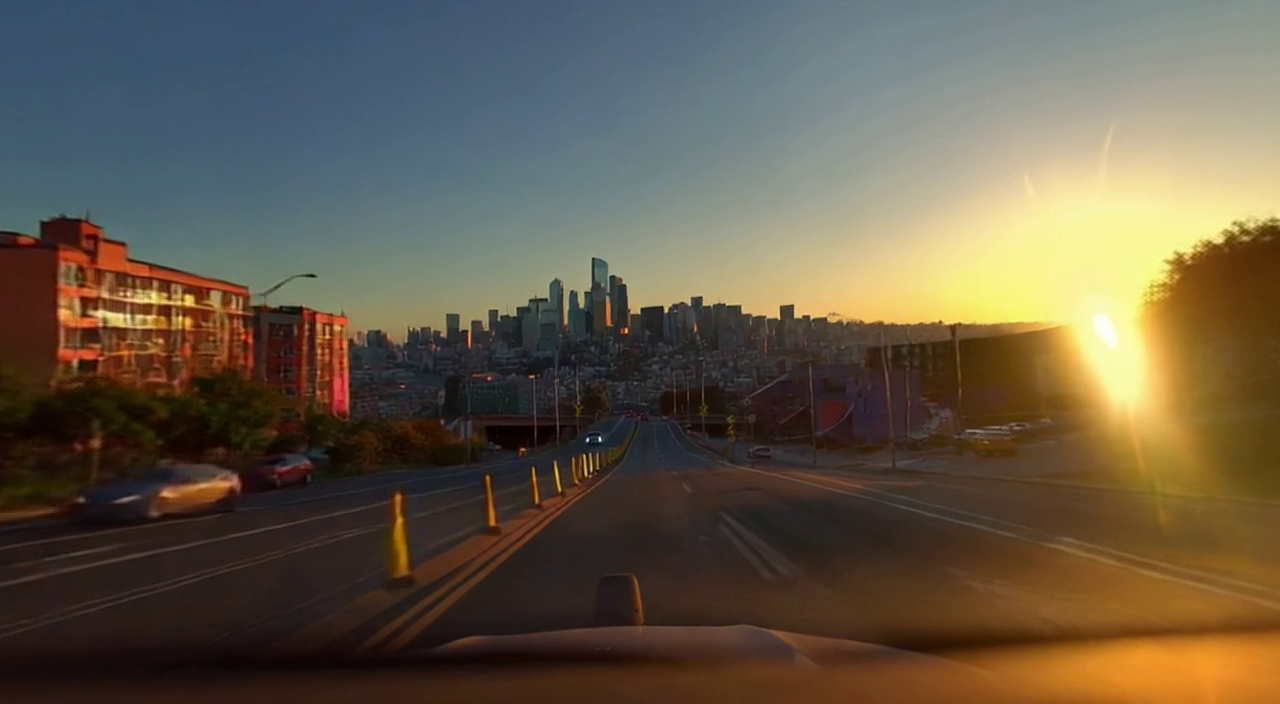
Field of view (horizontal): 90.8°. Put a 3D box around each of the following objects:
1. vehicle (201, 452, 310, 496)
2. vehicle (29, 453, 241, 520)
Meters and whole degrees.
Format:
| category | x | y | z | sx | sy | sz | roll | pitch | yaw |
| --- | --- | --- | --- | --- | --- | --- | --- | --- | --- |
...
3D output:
| category | x | y | z | sx | sy | sz | roll | pitch | yaw |
| --- | --- | --- | --- | --- | --- | --- | --- | --- | --- |
| vehicle | -17.298 | 5.468 | 28.709 | 1.992 | 1.527 | 4.540 | -1 | -6 | 2 |
| vehicle | -13.098 | 3.465 | 16.873 | 1.989 | 1.461 | 4.426 | 0 | -8 | 0 |
